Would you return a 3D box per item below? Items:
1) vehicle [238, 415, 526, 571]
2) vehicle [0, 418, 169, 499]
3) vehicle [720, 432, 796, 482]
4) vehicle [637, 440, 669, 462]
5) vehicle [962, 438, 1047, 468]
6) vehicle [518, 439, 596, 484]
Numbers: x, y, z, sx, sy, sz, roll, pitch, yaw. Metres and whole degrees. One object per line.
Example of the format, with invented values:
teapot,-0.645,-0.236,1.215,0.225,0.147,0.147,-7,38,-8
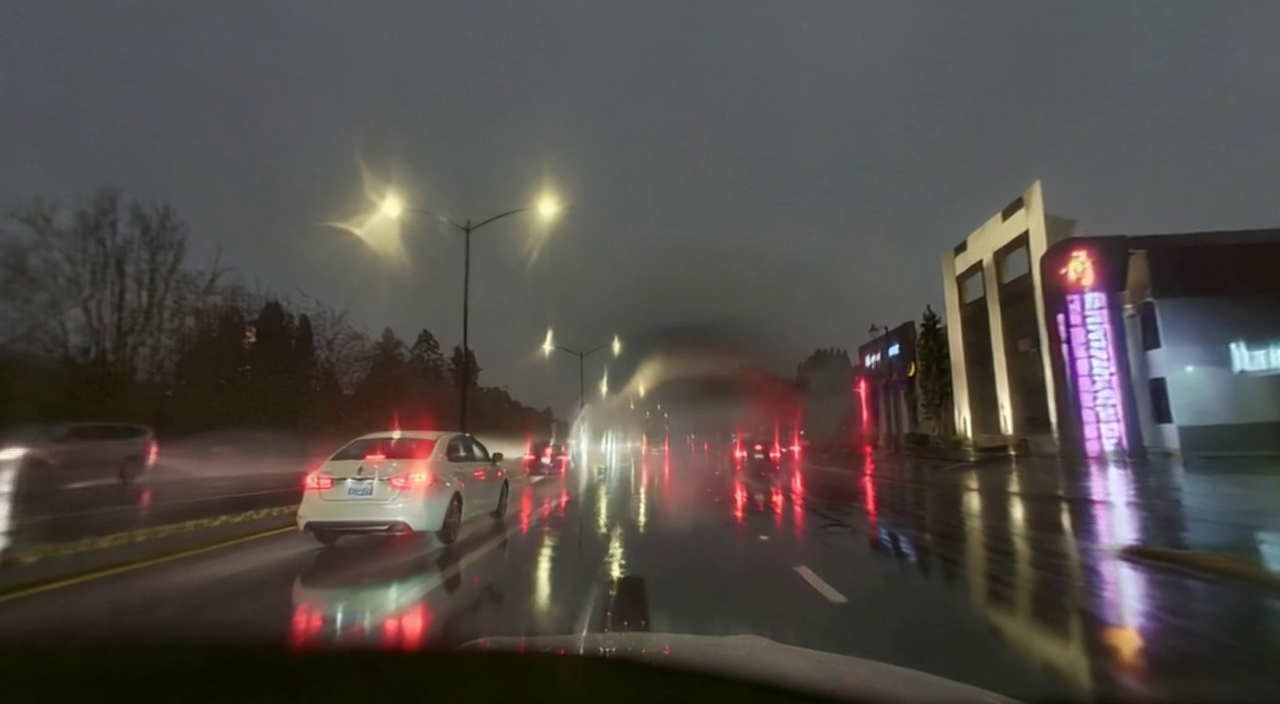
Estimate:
vehicle,-3.017,1.755,8.675,2.118,1.568,4.436,0,-8,-1
vehicle,-15.600,2.779,16.772,2.180,1.824,4.922,-1,-8,2
vehicle,4.334,3.927,23.877,2.103,1.699,4.171,0,-8,0
vehicle,0.981,7.075,45.042,2.164,1.477,3.988,-1,-8,2
vehicle,18.300,5.062,31.707,3.368,1.389,1.595,1,-8,-10
vehicle,-2.845,3.852,22.547,1.980,1.454,4.226,-1,-8,3
